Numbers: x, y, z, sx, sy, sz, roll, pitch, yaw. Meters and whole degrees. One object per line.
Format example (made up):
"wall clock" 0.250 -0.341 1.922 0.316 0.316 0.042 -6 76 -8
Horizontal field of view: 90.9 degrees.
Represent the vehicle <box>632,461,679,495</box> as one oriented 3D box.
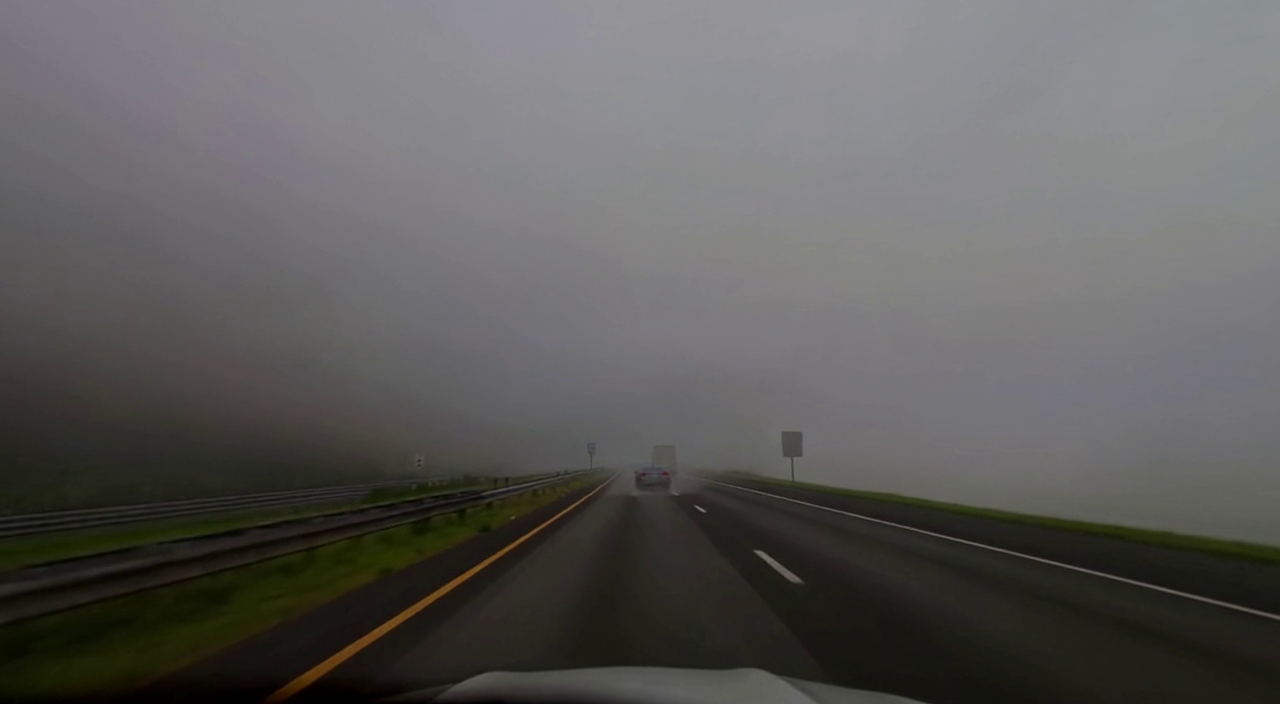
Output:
"vehicle" 0.679 6.007 30.204 1.976 1.467 3.783 1 -10 -2
